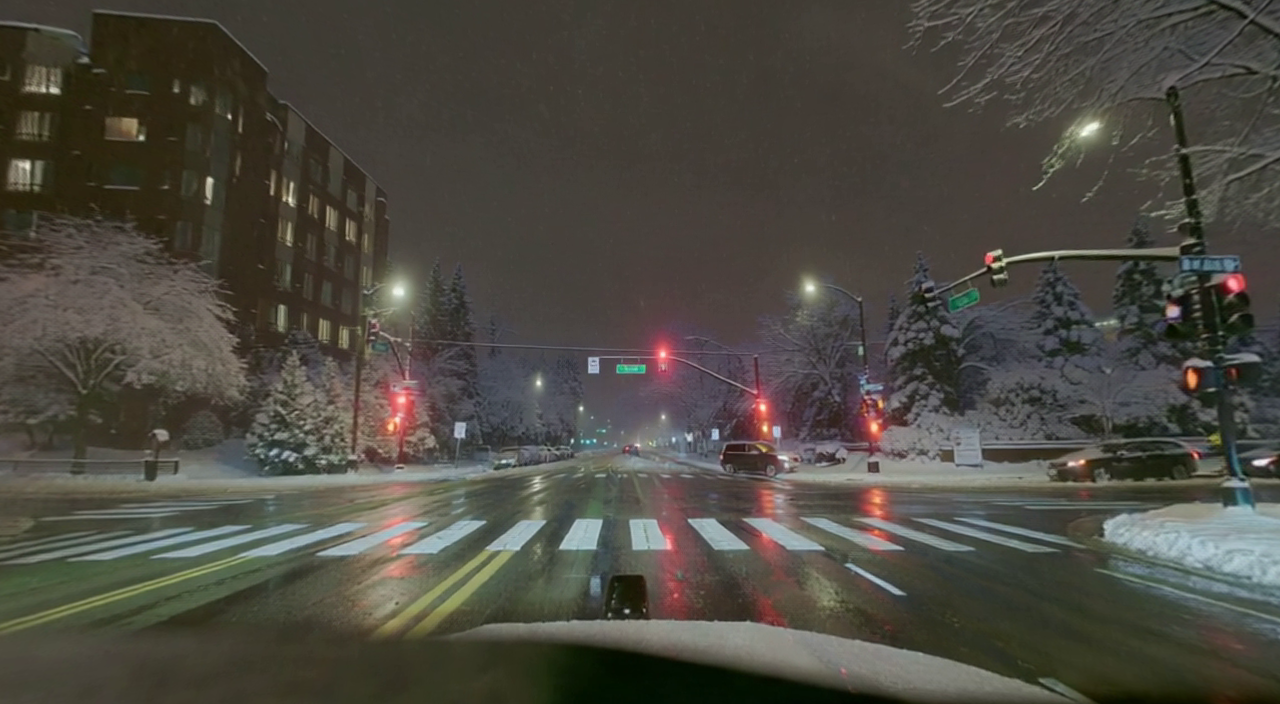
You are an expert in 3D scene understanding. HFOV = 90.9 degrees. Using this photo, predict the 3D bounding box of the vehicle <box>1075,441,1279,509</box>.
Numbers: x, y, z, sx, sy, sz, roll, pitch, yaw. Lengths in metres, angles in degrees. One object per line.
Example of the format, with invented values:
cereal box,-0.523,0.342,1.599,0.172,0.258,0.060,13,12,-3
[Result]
vehicle,12.997,2.796,14.562,4.424,1.436,1.804,-1,-9,5
